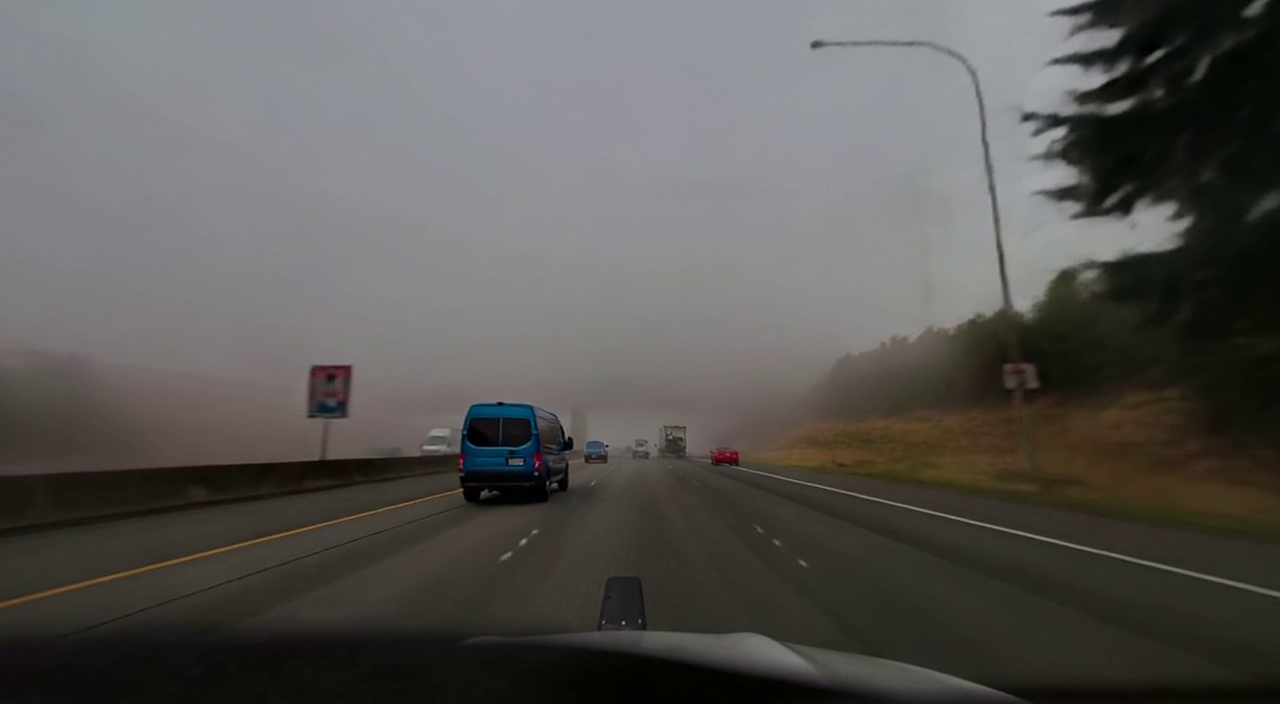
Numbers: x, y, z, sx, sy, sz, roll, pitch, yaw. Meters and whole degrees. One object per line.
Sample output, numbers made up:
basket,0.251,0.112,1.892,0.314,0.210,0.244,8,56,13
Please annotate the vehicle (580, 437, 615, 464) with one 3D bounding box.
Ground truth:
vehicle,-3.287,7.737,49.505,2.334,2.051,4.900,0,-9,0

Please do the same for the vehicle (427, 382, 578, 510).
vehicle,-3.135,2.396,16.025,2.451,2.627,5.868,0,-9,0

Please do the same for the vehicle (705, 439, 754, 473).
vehicle,4.709,5.566,33.843,1.936,1.664,4.198,0,-9,-1
